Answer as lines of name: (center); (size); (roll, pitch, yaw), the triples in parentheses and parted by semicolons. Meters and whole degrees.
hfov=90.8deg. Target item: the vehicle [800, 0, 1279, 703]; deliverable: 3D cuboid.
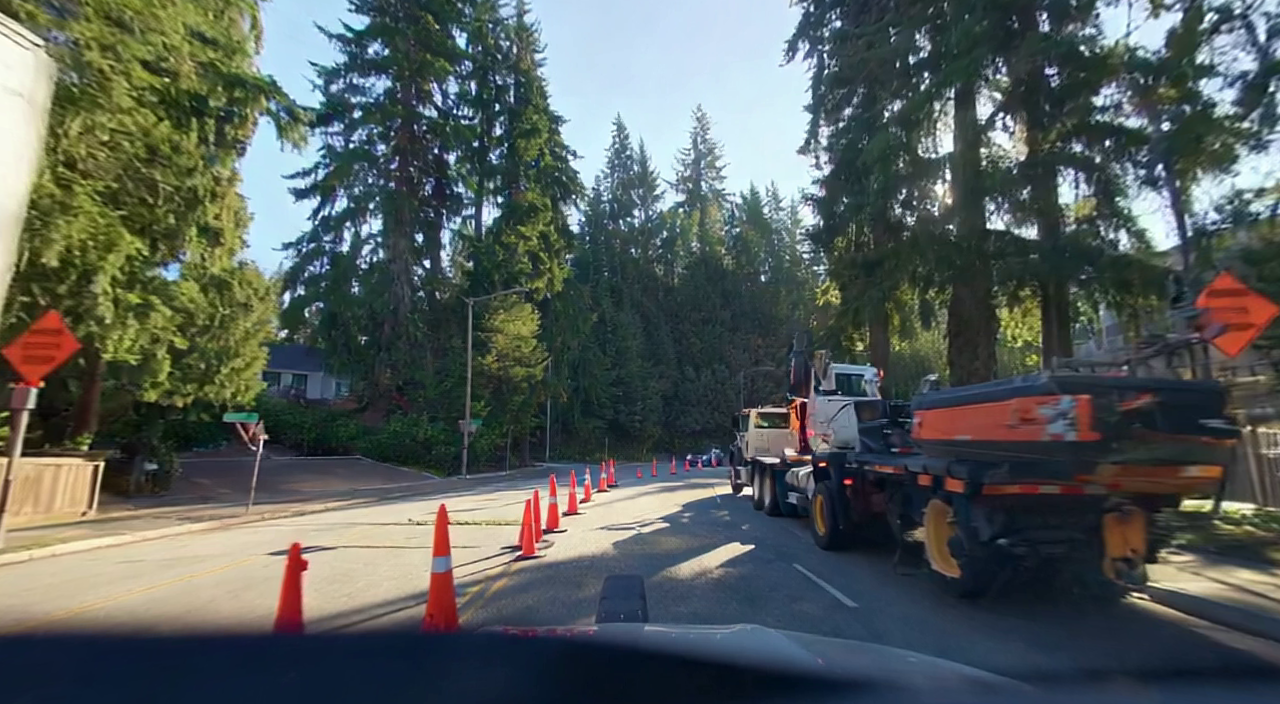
vehicle: (3.436, 0.238, 3.305); (3.083, 3.321, 8.020); (0, -9, 0)

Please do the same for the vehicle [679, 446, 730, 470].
vehicle: (4.524, 7.320, 43.783); (1.945, 1.494, 4.201); (-4, -10, 29)
